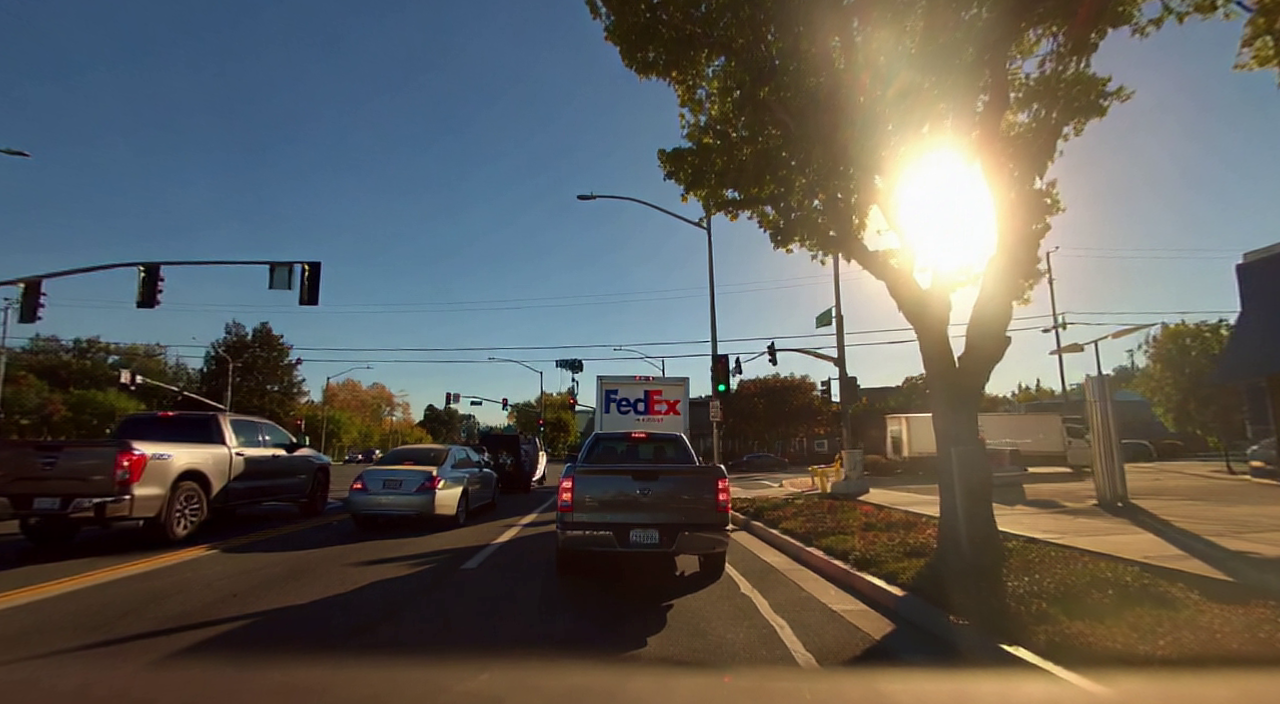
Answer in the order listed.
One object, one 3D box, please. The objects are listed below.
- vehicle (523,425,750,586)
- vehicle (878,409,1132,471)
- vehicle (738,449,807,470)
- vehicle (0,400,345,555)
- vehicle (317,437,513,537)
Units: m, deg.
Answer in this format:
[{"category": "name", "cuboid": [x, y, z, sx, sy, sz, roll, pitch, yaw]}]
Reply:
[{"category": "vehicle", "cuboid": [-0.028, 1.782, 8.152, 2.145, 1.513, 4.269, 0, -9, 0]}, {"category": "vehicle", "cuboid": [21.144, 5.205, 36.948, 12.889, 3.380, 3.345, 0, -9, -2]}, {"category": "vehicle", "cuboid": [10.216, 8.277, 48.471, 4.805, 1.498, 1.889, 0, -7, -5]}, {"category": "vehicle", "cuboid": [-7.285, 1.957, 10.531, 2.125, 1.893, 5.498, 0, -9, -2]}, {"category": "vehicle", "cuboid": [-3.867, 2.387, 11.768, 1.949, 1.487, 4.390, 0, -9, 1]}]
